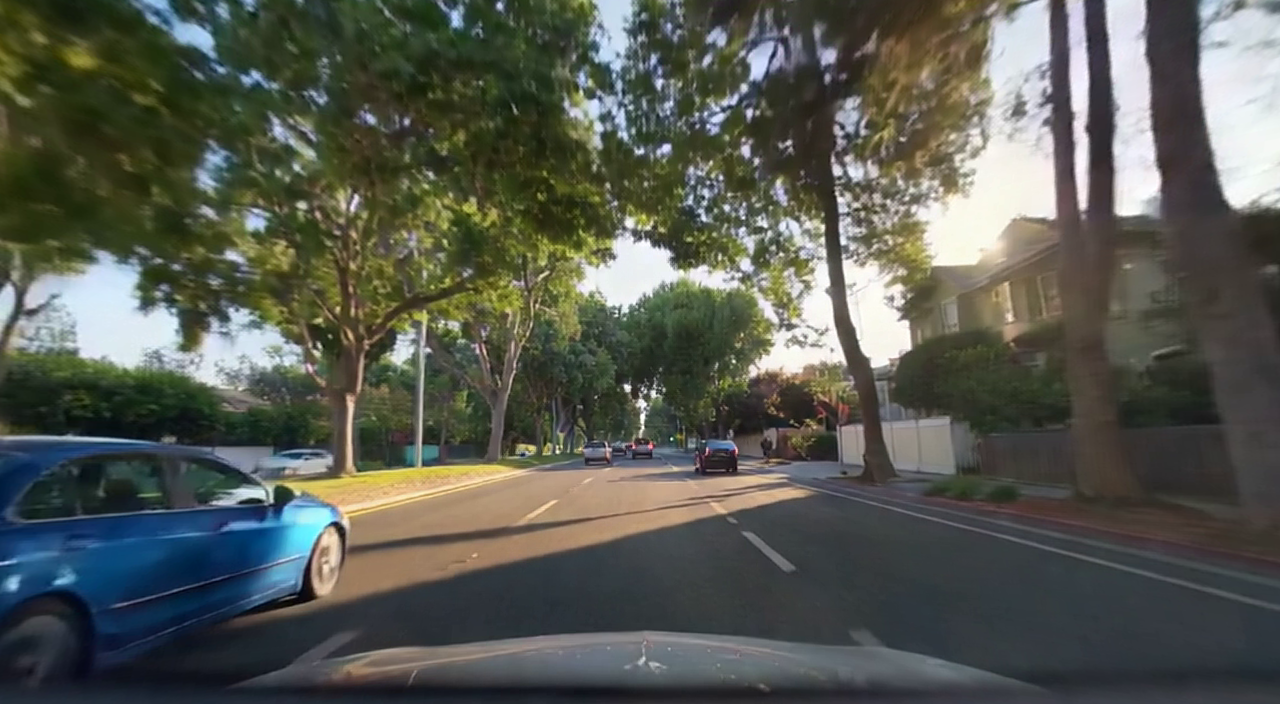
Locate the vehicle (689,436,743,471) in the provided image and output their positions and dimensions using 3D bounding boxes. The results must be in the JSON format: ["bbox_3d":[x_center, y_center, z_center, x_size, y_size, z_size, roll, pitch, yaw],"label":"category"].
[{"bbox_3d":[3.854,5.232,32.705,2.182,1.688,4.187,0,-8,-1],"label":"vehicle"}]

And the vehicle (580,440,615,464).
[{"bbox_3d":[-2.847,6.767,42.753,1.940,1.473,4.133,0,-8,2],"label":"vehicle"}]

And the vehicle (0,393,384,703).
[{"bbox_3d":[-3.569,1.074,3.518,2.091,1.503,4.989,0,-8,1],"label":"vehicle"}]
